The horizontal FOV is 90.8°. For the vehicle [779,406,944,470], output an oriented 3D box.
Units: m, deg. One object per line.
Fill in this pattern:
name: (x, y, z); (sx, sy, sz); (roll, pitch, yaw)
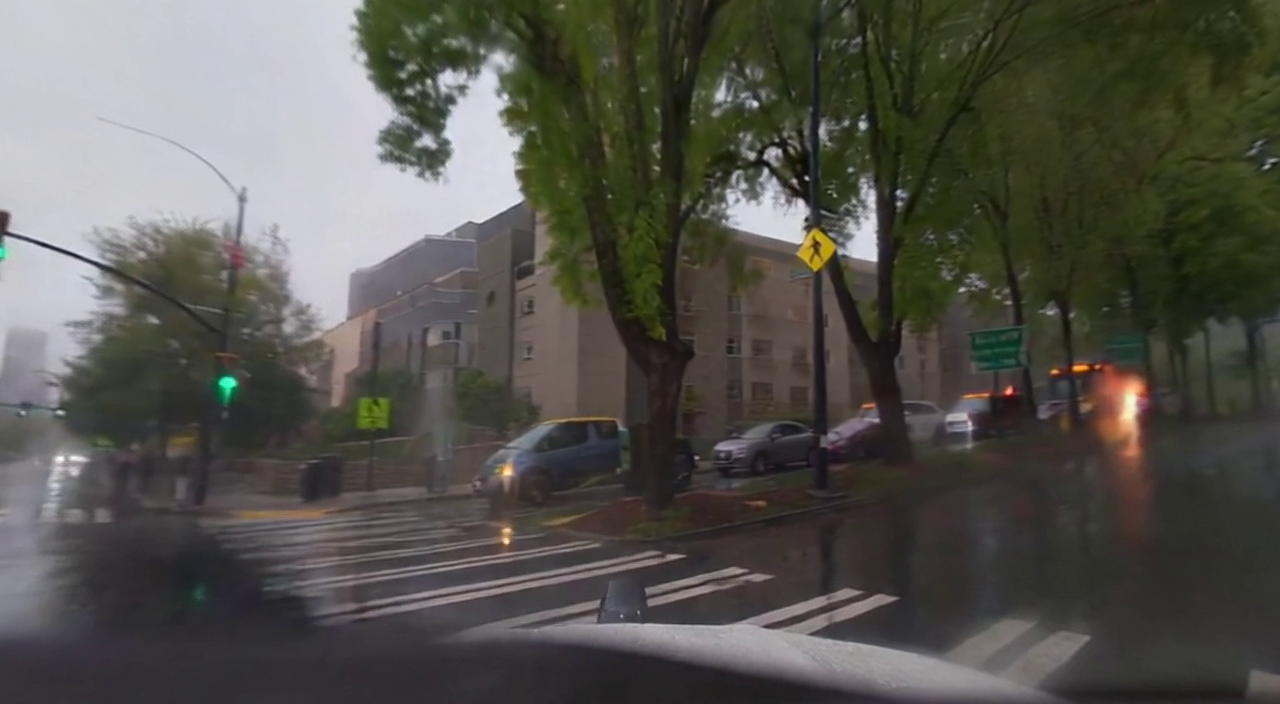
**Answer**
vehicle: (5.985, 2.313, 16.819); (4.628, 1.488, 1.826); (6, -11, -37)

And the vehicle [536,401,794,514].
vehicle: (0.601, 2.025, 12.456); (4.841, 1.798, 2.053); (6, -11, -37)

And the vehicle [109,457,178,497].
vehicle: (-21.050, 5.260, 26.821); (2.037, 1.489, 4.077); (6, -11, -37)

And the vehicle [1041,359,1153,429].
vehicle: (20.392, 2.006, 28.091); (5.699, 2.708, 2.268); (6, -12, -38)

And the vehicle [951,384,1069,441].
vehicle: (13.568, 2.290, 23.083); (4.599, 1.855, 1.988); (6, -11, -38)
